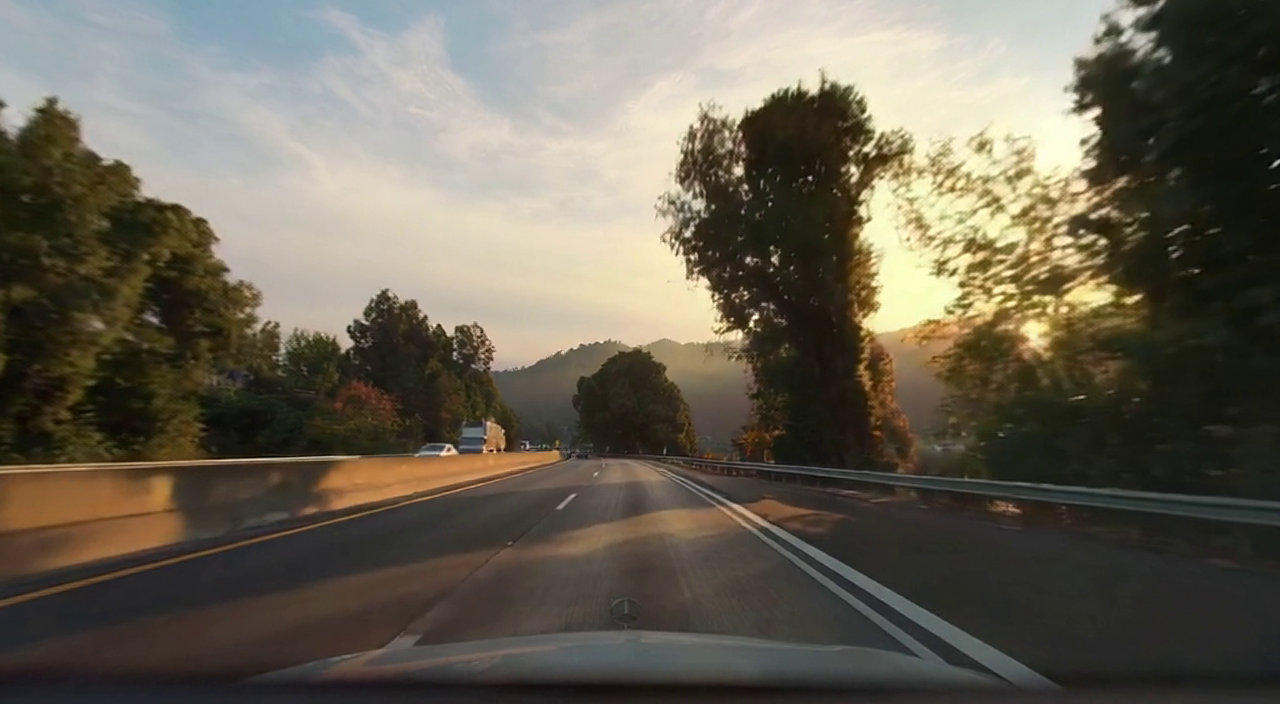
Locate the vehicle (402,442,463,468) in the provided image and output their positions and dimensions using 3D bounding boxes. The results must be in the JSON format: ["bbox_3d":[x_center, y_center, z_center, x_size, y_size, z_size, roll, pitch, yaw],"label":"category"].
[{"bbox_3d":[-12.999,6.475,39.714,2.540,1.509,4.188,0,-9,-2],"label":"vehicle"}]
